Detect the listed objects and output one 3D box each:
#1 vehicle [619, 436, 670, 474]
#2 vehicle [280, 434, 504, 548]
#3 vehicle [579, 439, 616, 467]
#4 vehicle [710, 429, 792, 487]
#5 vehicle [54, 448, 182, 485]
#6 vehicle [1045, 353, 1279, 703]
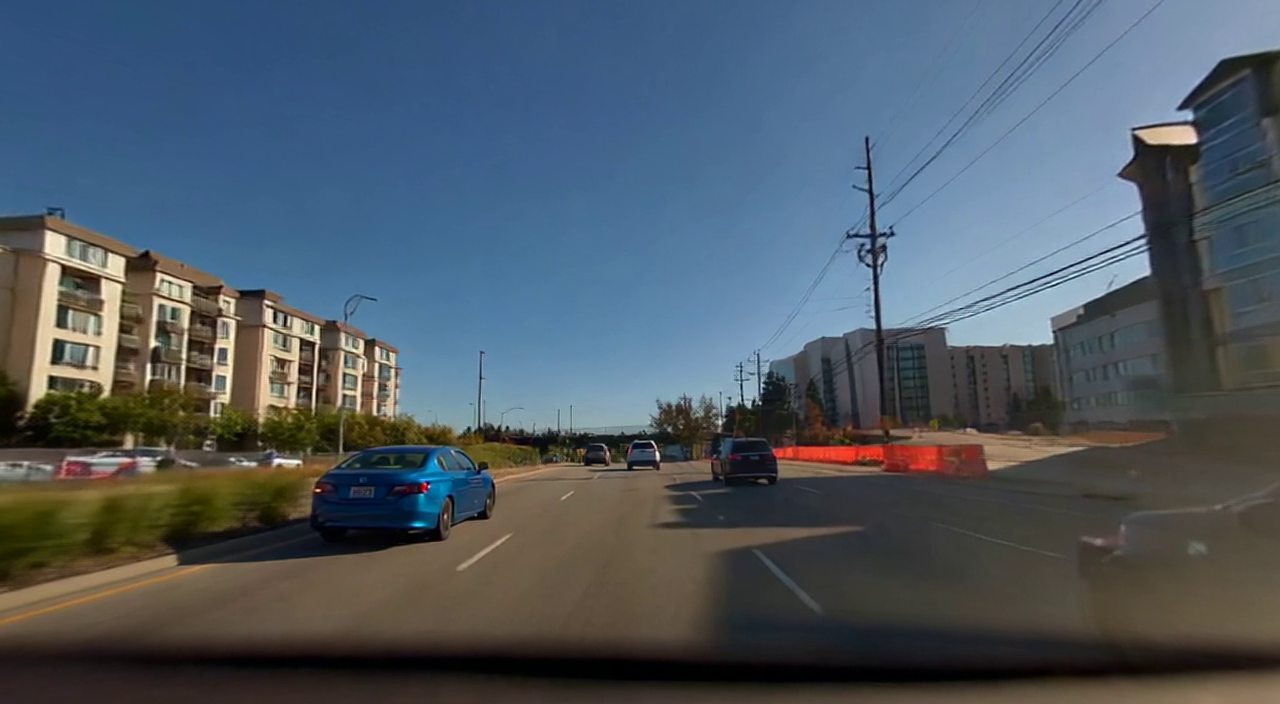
[{"bbox_3d":[0.219,5.051,31.140,2.291,1.714,4.217,0,-8,0],"label":"vehicle"},{"bbox_3d":[-3.742,2.153,10.509,1.968,1.473,4.209,0,-8,1],"label":"vehicle"},{"bbox_3d":[-2.937,7.130,44.858,2.190,1.832,4.417,-1,-8,1],"label":"vehicle"},{"bbox_3d":[3.727,3.646,22.071,2.029,1.797,4.218,0,-8,-1],"label":"vehicle"},{"bbox_3d":[-35.848,7.830,43.558,6.501,2.400,2.366,0,-8,-2],"label":"vehicle"},{"bbox_3d":[3.312,0.693,1.546,1.975,1.598,4.025,-1,-8,1],"label":"vehicle"}]
